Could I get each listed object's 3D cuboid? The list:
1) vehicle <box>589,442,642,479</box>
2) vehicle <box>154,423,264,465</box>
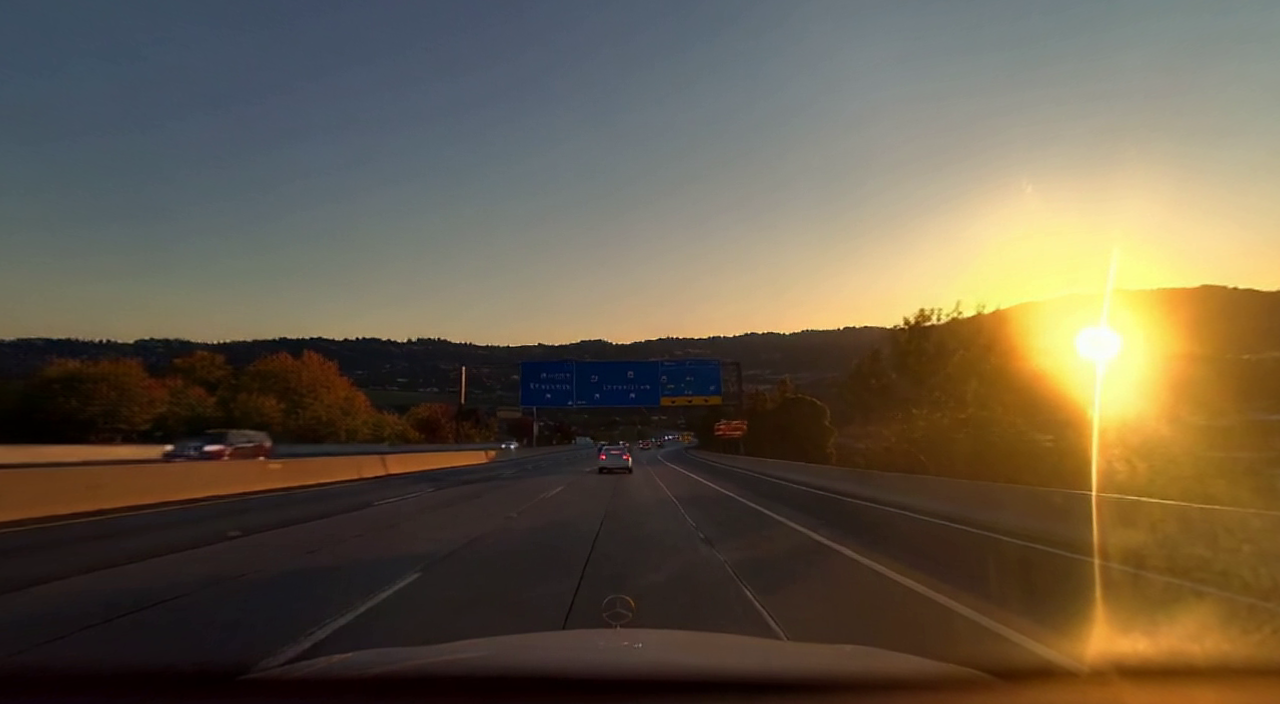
[{"bbox_3d":[-1.016,4.840,28.207,2.055,1.509,4.255,-1,-9,2],"label":"vehicle"},{"bbox_3d":[-21.773,4.700,31.969,2.154,1.972,5.009,0,-9,-2],"label":"vehicle"}]
